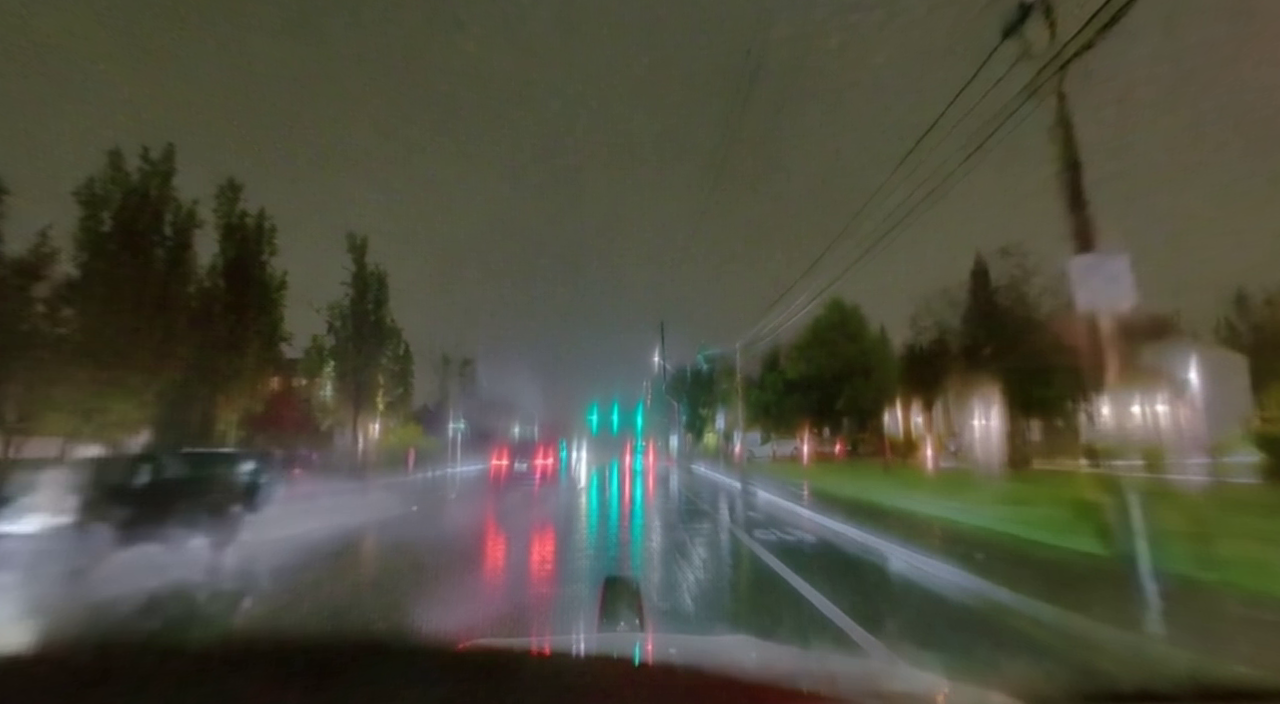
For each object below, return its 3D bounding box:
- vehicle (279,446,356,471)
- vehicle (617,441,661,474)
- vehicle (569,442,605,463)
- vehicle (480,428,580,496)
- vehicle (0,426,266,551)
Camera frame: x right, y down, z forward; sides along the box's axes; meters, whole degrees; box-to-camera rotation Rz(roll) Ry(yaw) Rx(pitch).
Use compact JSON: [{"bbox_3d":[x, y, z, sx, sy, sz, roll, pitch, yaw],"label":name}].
[{"bbox_3d":[-22.465,7.410,44.171,4.203,1.693,2.072,0,-8,0],"label":"vehicle"},{"bbox_3d":[-0.076,5.189,31.385,2.062,1.518,3.901,0,-8,0],"label":"vehicle"},{"bbox_3d":[-3.870,7.455,47.027,2.268,1.522,4.350,0,-8,0],"label":"vehicle"},{"bbox_3d":[-3.146,3.254,19.059,2.157,1.771,4.452,0,-8,1],"label":"vehicle"},{"bbox_3d":[-9.045,2.271,11.102,2.149,1.662,4.600,-4,-8,0],"label":"vehicle"}]
